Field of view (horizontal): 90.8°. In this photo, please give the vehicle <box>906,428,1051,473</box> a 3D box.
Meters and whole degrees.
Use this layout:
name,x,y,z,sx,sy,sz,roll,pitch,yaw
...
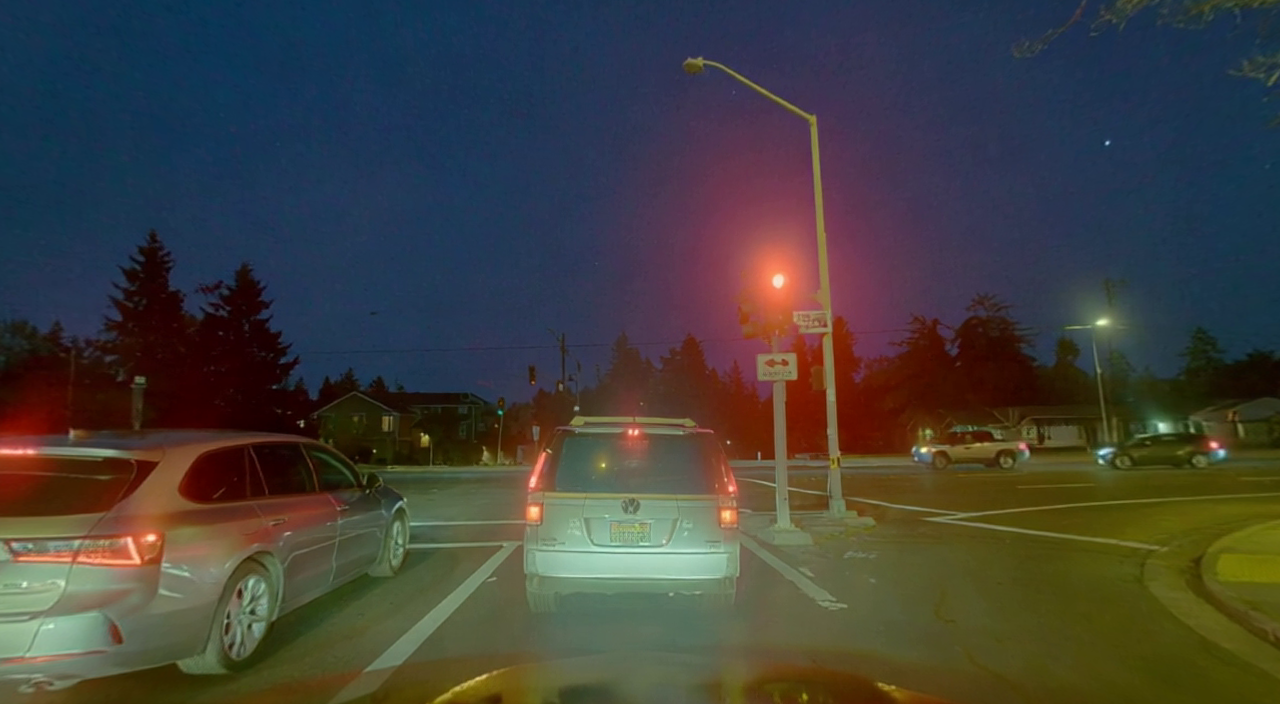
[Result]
name,x,y,z,sx,sy,sz,roll,pitch,yaw
vehicle,14.109,4.145,26.637,4.887,1.769,2.035,-1,-9,6

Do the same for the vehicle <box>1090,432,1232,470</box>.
name,x,y,z,sx,sy,sz,roll,pitch,yaw
vehicle,23.825,4.538,29.043,4.639,1.621,1.867,-1,-9,7

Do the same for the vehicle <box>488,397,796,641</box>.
name,x,y,z,sx,sy,sz,roll,pitch,yaw
vehicle,-0.126,1.469,6.568,2.154,1.670,4.140,1,-9,-4

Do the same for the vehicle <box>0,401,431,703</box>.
name,x,y,z,sx,sy,sz,roll,pitch,yaw
vehicle,-3.282,1.270,4.718,2.035,1.492,4.415,0,-9,-2
